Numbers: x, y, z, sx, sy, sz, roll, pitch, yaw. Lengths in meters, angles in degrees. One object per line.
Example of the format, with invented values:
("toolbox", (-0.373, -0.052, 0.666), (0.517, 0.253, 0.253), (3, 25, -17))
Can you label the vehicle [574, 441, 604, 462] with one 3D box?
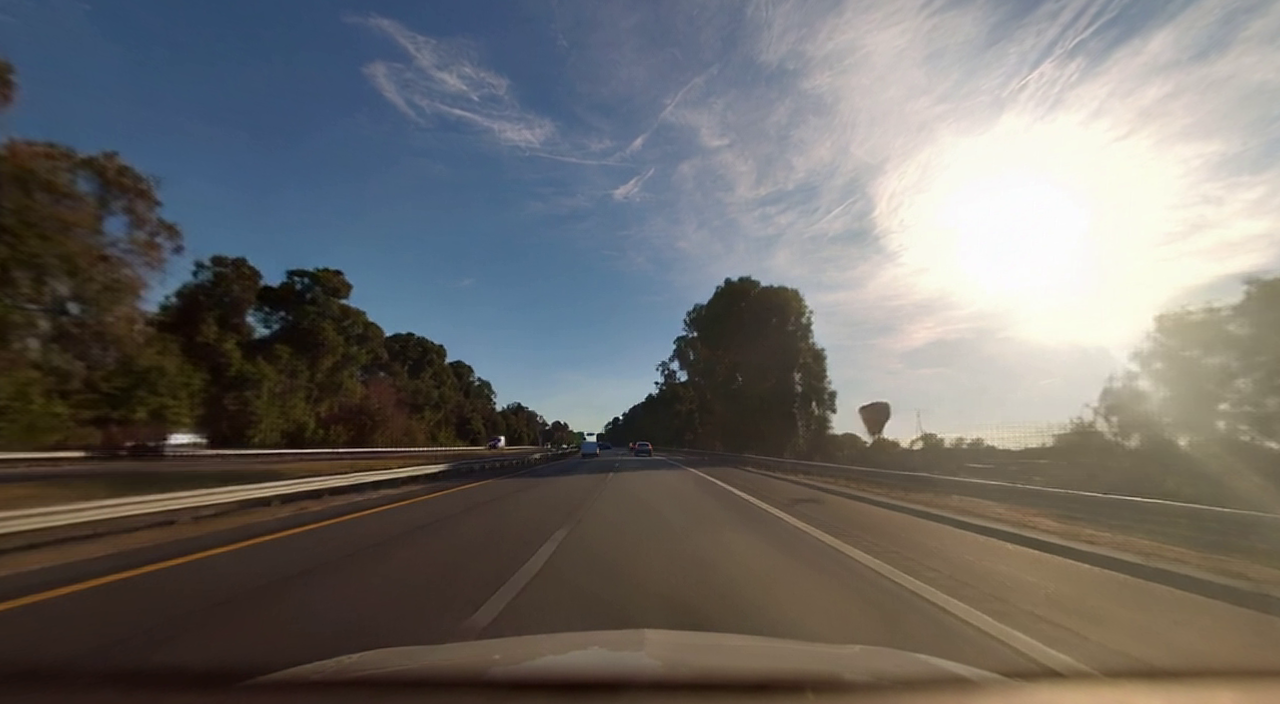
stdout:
("vehicle", (-3.946, 7.787, 49.333), (2.057, 1.514, 3.845), (0, -8, 0))

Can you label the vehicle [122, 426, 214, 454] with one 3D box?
("vehicle", (-29.553, 5.550, 39.619), (1.955, 1.656, 4.850), (0, -8, 1))

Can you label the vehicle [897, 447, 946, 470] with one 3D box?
("vehicle", (20.545, 7.735, 46.108), (1.889, 1.560, 4.976), (-1, -8, 7))
